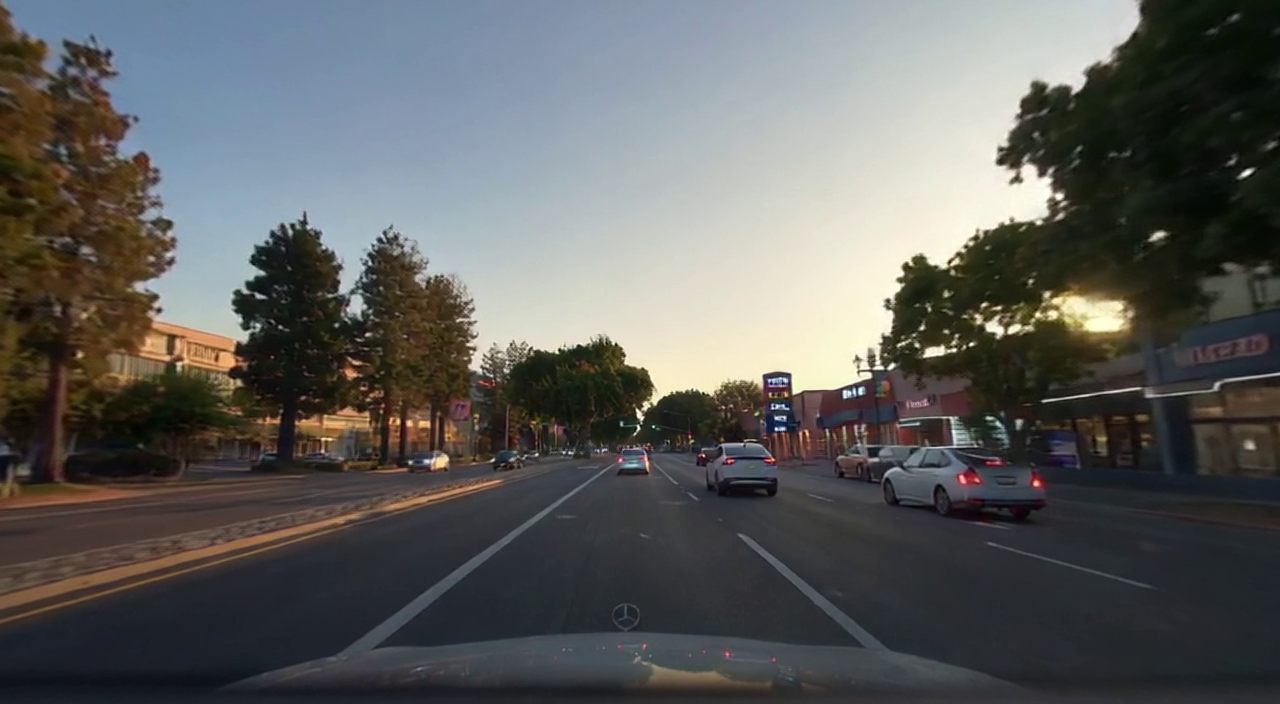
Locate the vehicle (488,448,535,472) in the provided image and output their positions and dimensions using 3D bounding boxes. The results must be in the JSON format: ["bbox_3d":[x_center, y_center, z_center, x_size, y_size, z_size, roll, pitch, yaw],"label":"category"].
[{"bbox_3d":[-8.377,7.048,41.546,2.050,1.499,4.816,0,-9,1],"label":"vehicle"}]

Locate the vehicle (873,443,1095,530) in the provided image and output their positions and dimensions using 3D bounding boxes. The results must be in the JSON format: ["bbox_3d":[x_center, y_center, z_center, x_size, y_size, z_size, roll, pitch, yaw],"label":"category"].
[{"bbox_3d":[6.685,2.632,13.033,1.952,1.449,4.544,0,-9,-1],"label":"vehicle"}]

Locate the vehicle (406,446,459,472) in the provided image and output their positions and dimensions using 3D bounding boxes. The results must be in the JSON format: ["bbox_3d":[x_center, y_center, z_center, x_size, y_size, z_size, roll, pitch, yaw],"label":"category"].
[{"bbox_3d":[-15.473,7.964,47.419,2.060,1.831,5.414,0,-9,1],"label":"vehicle"}]

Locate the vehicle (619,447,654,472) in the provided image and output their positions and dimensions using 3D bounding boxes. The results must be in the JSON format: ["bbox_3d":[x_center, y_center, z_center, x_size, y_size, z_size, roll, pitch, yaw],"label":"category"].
[{"bbox_3d":[-0.200,6.667,39.519,2.052,1.461,4.324,0,-9,0],"label":"vehicle"}]

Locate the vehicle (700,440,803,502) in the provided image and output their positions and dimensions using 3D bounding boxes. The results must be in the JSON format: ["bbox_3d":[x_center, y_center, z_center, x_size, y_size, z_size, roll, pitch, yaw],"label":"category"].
[{"bbox_3d":[3.052,3.377,18.420,2.072,1.545,4.578,0,-9,-1],"label":"vehicle"}]
